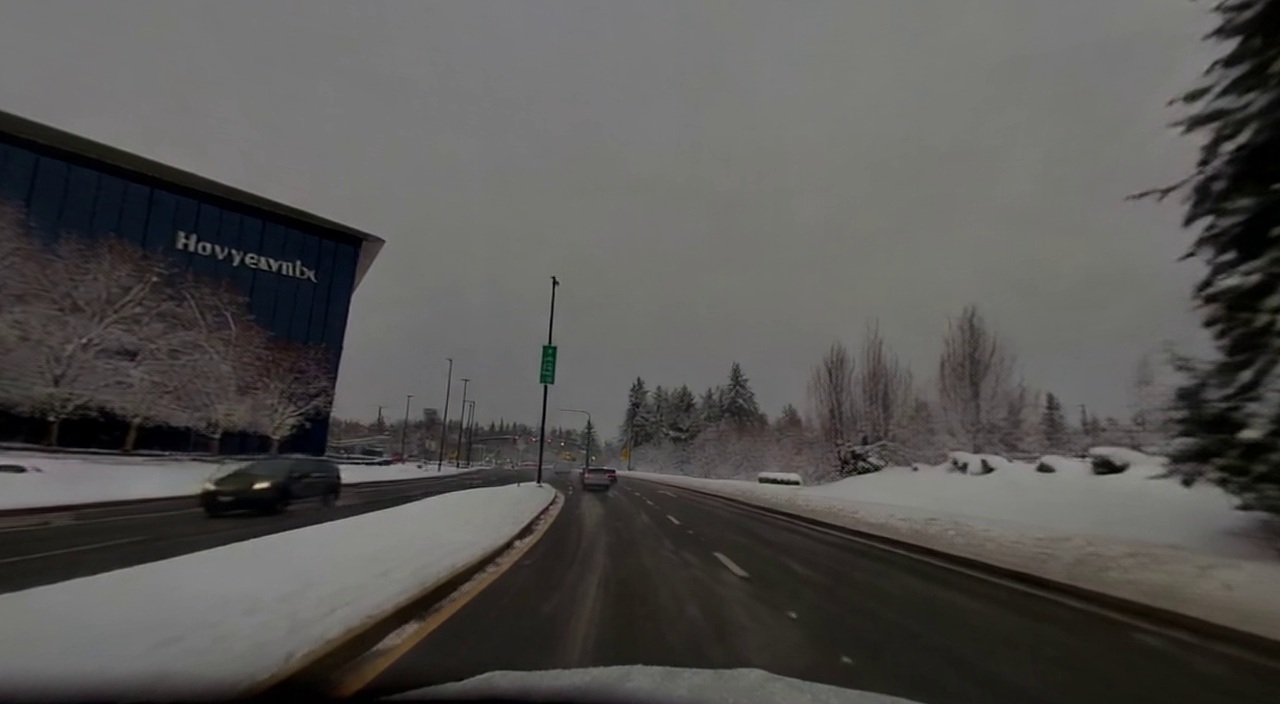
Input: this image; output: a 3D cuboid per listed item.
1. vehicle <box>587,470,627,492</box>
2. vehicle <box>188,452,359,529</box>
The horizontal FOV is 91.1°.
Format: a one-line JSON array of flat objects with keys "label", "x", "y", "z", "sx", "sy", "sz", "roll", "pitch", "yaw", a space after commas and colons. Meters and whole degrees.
[{"label": "vehicle", "x": -1.981, "y": 7.615, "z": 37.210, "sx": 1.775, "sy": 1.186, "sz": 2.933, "roll": 3, "pitch": -11, "yaw": -14}, {"label": "vehicle", "x": -8.258, "y": 3.154, "z": 14.652, "sx": 1.916, "sy": 1.516, "sz": 3.970, "roll": 2, "pitch": -11, "yaw": -7}]
